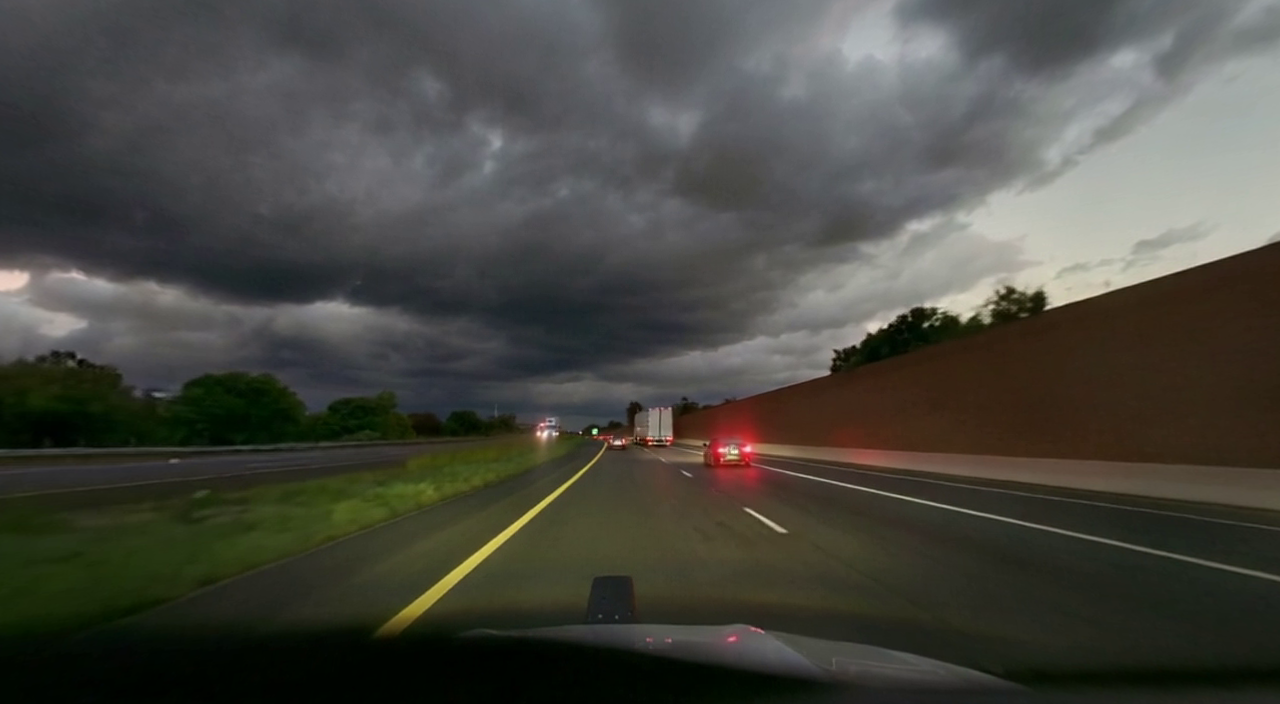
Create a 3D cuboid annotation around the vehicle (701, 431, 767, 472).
[{"bbox_3d":[3.639,3.905,25.163,1.813,1.454,4.197,0,-7,-3],"label":"vehicle"}]
